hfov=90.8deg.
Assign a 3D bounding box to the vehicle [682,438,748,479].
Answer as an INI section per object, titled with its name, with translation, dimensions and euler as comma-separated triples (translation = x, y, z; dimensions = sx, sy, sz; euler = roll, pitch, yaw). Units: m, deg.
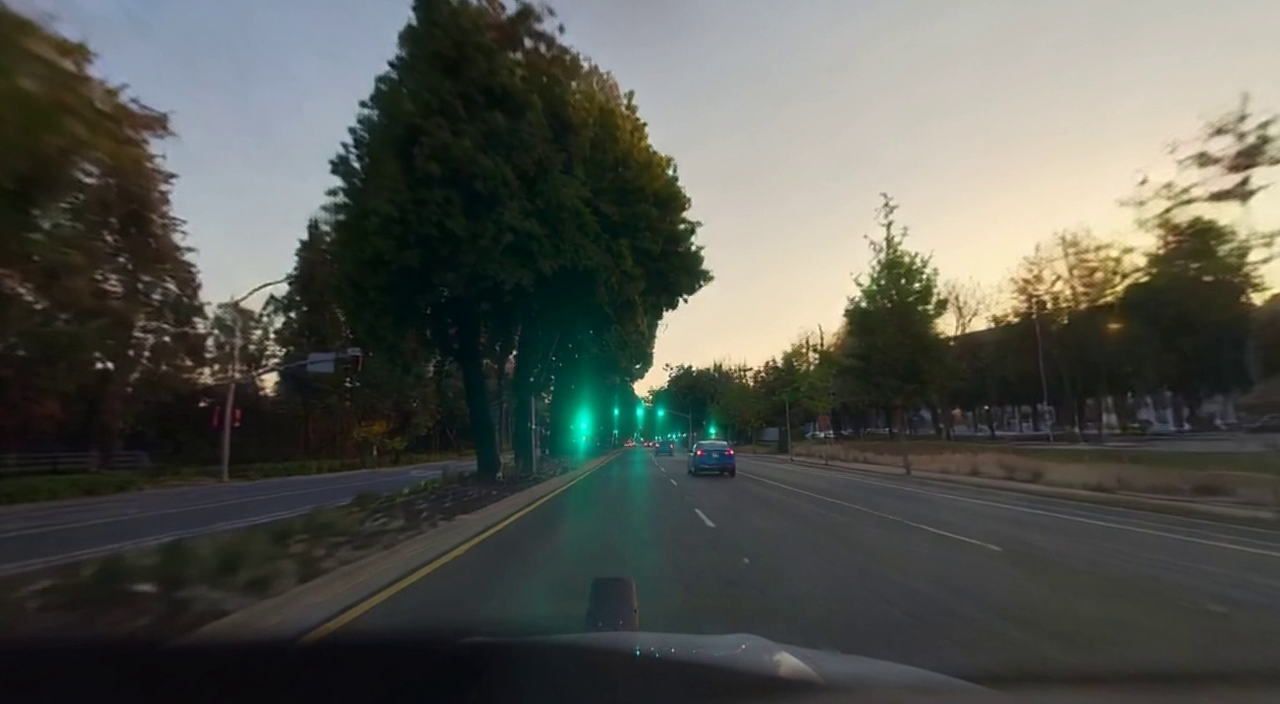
[vehicle]
translation = 2.867, 4.173, 24.987
dimensions = 2.056, 1.483, 4.091
euler = 0, -8, -1
